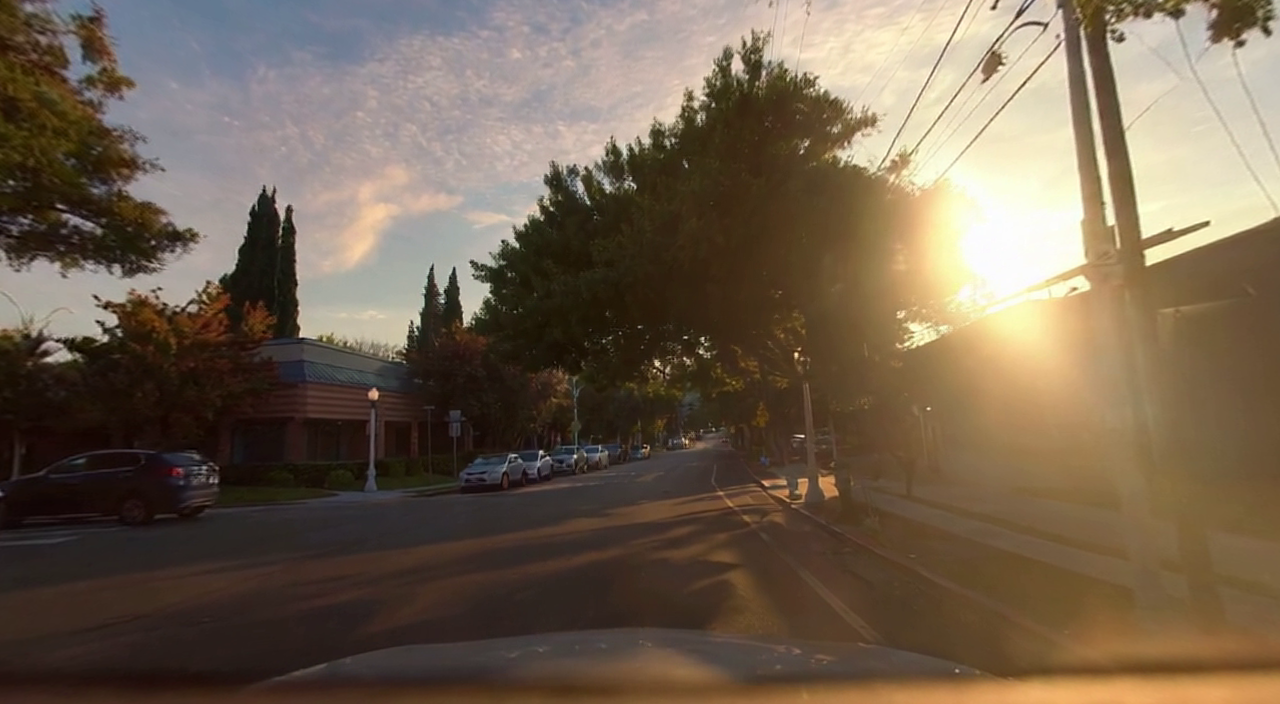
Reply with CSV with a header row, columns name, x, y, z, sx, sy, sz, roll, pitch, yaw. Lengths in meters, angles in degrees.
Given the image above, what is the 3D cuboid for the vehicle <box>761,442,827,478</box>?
name,x,y,z,sx,sy,sz,roll,pitch,yaw
vehicle,6.706,4.744,28.014,1.918,1.461,4.419,0,-9,1

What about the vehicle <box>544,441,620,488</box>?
name,x,y,z,sx,sy,sz,roll,pitch,yaw
vehicle,-2.138,4.357,24.757,2.110,1.651,4.410,-1,-9,7

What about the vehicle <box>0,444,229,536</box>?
name,x,y,z,sx,sy,sz,roll,pitch,yaw
vehicle,-10.947,2.663,12.530,4.106,1.620,2.065,0,-9,1

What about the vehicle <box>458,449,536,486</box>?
name,x,y,z,sx,sy,sz,roll,pitch,yaw
vehicle,-6.056,4.949,27.409,1.968,1.443,4.358,-1,-9,6
